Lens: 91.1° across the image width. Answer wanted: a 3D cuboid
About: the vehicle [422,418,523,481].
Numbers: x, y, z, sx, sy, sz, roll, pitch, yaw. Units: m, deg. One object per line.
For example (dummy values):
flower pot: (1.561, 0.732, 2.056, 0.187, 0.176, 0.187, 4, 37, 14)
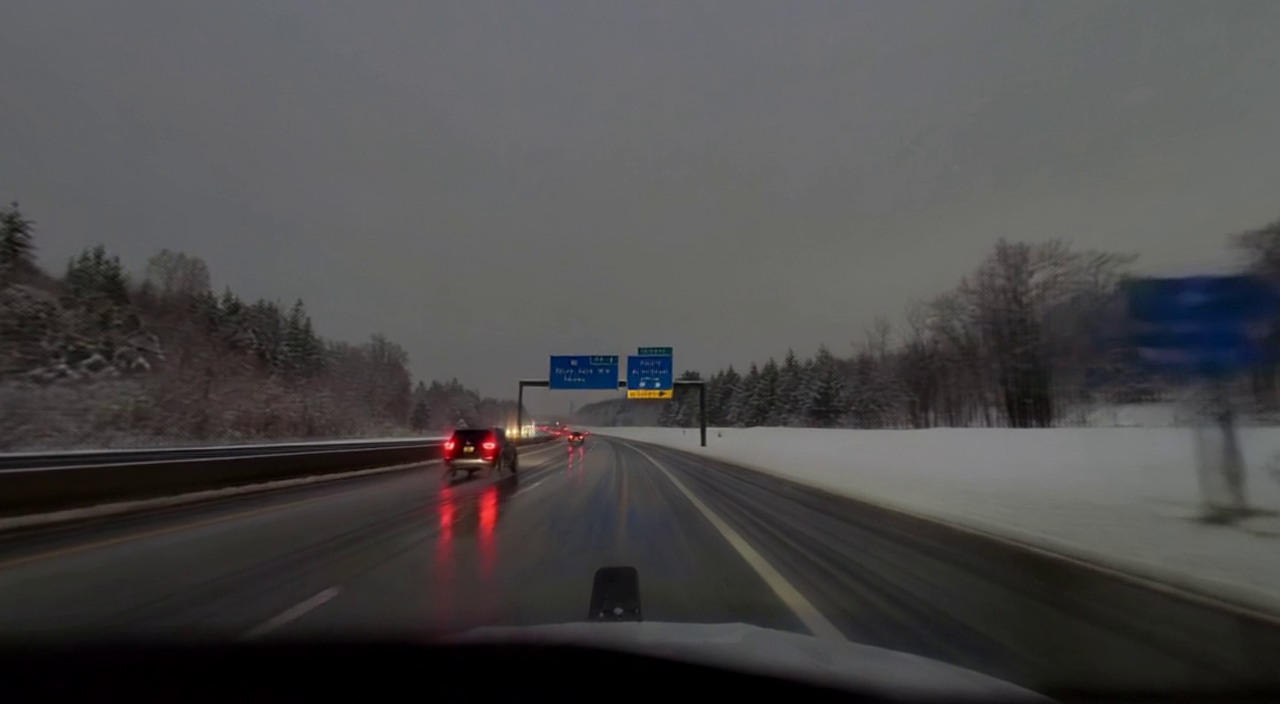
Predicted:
vehicle: (-4.992, 2.955, 19.325, 2.007, 1.727, 4.040, 0, -8, 0)
